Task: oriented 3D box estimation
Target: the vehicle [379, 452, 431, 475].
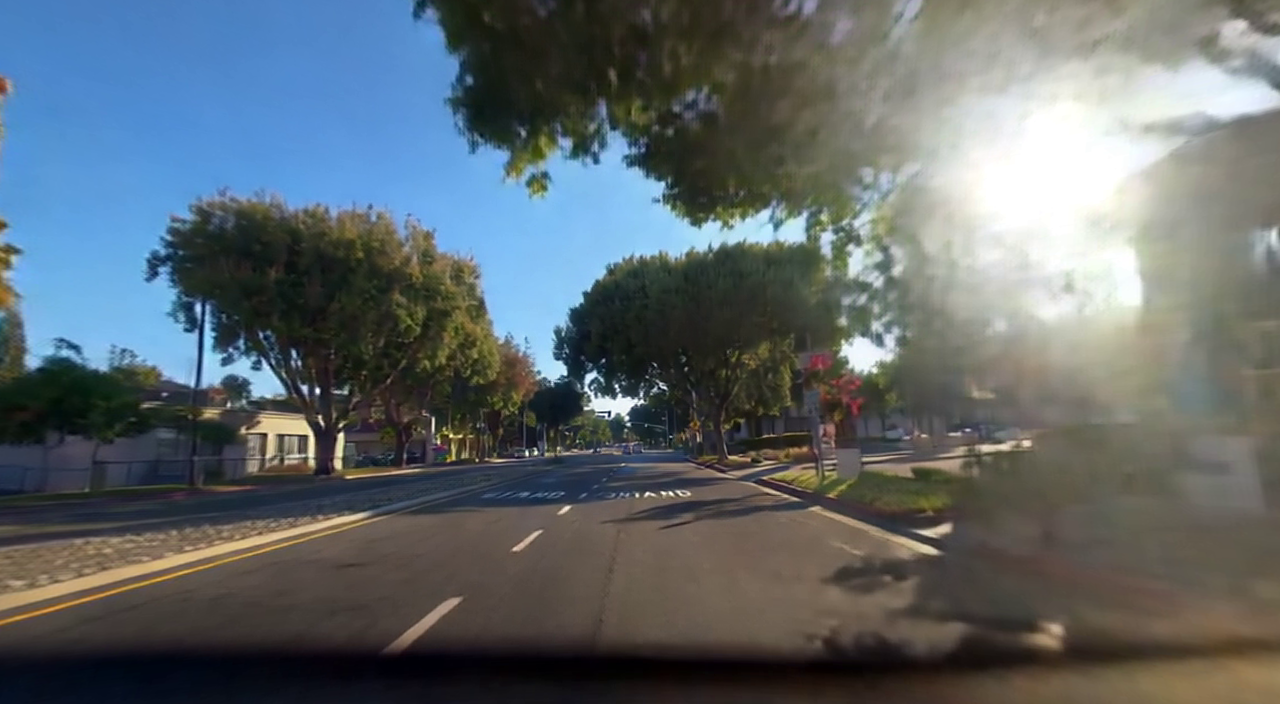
[{"bbox_3d":[-17.089,8.092,45.842,1.861,1.541,4.530,0,-9,2],"label":"vehicle"}]
